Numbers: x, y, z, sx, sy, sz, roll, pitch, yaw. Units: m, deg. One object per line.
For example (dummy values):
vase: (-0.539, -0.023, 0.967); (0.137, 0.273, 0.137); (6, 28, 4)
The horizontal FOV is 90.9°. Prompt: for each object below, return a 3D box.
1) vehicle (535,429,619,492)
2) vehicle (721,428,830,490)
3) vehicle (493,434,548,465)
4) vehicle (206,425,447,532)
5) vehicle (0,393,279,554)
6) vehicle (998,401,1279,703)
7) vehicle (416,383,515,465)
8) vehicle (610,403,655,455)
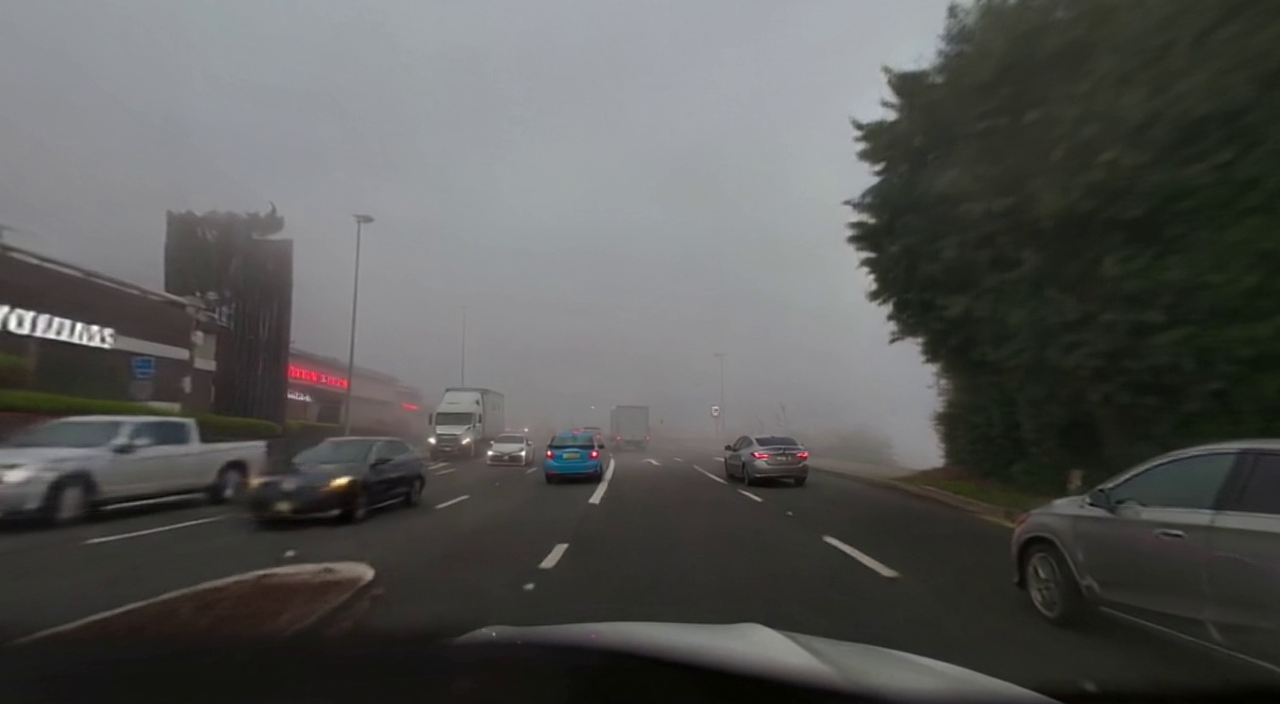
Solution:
vehicle: (-1.609, 2.816, 16.790); (1.991, 1.472, 3.518); (1, -8, -4)
vehicle: (3.542, 2.857, 17.231); (1.889, 1.480, 3.876); (1, -8, -4)
vehicle: (-5.807, 4.780, 31.219); (1.964, 1.428, 4.481); (0, -8, -2)
vehicle: (-5.204, 2.120, 11.340); (2.026, 1.520, 4.475); (0, -8, 0)
vehicle: (-8.654, 1.838, 10.430); (2.165, 1.966, 5.251); (0, -8, 1)
vehicle: (3.432, 0.831, 1.795); (2.081, 1.434, 4.833); (0, -8, 1)
vehicle: (-9.168, 4.065, 34.582); (2.986, 3.821, 10.059); (0, -8, -3)
vehicle: (-0.638, 5.649, 45.902); (2.917, 3.482, 6.946); (1, -8, -4)
